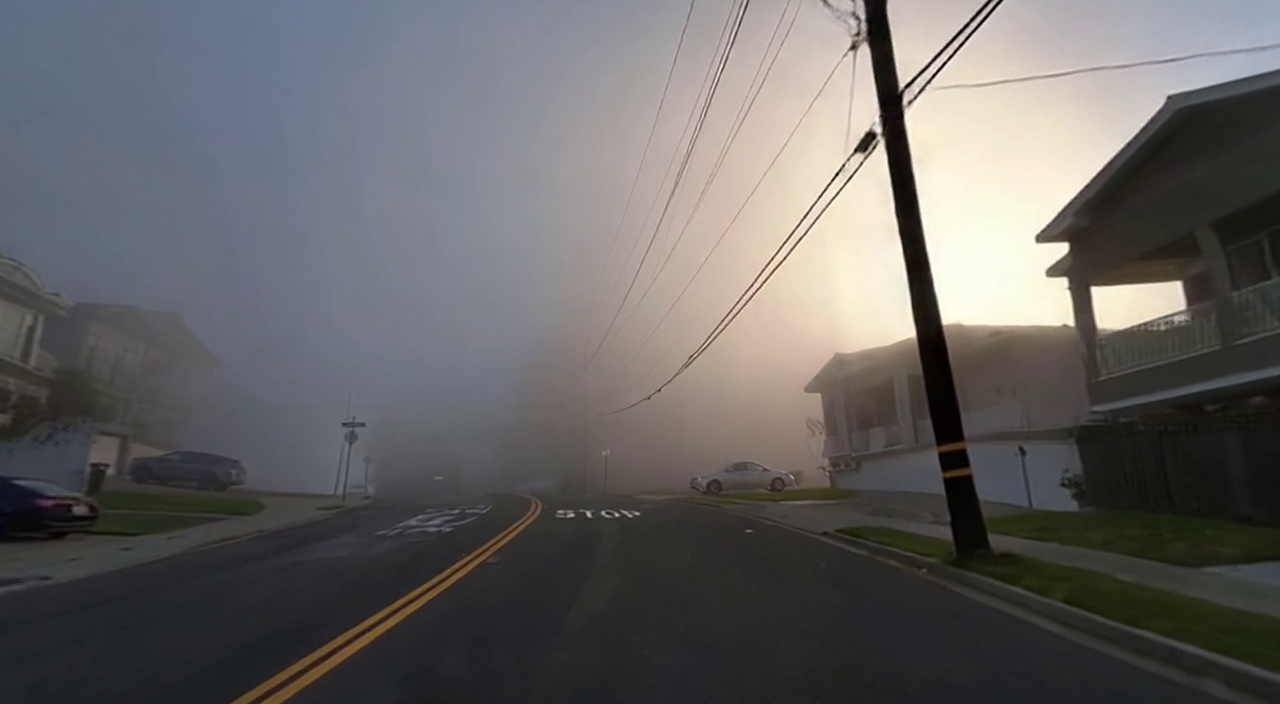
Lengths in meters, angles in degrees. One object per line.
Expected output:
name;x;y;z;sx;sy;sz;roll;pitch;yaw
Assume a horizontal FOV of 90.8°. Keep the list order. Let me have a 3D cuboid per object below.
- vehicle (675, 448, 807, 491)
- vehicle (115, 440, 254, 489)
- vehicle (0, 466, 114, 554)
vehicle;4.656;5.458;29.422;5.578;1.842;2.300;3;-10;-12
vehicle;-21.144;5.331;29.697;4.942;1.912;2.121;6;-19;-29
vehicle;-13.400;3.069;12.524;4.146;1.535;1.862;0;-9;-3
